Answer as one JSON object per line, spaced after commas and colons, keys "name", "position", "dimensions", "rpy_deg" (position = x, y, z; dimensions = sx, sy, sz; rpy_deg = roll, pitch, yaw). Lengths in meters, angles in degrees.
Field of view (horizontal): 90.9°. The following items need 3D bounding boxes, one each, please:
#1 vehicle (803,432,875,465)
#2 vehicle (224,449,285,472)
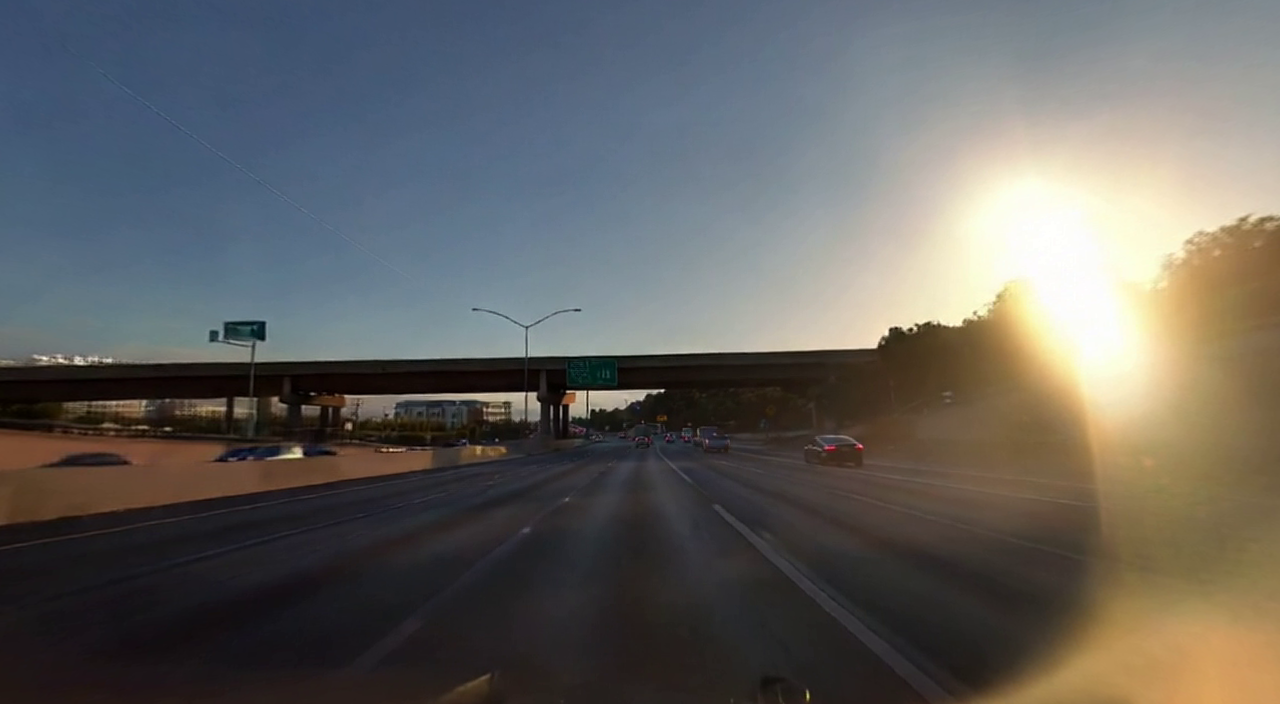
{"name": "vehicle", "position": [9.859, 4.831, 31.638], "dimensions": [2.000, 1.514, 4.585], "rpy_deg": [0, -8, -1]}
{"name": "vehicle", "position": [-27.344, 7.669, 44.901], "dimensions": [1.860, 1.504, 3.903], "rpy_deg": [0, -8, 0]}
